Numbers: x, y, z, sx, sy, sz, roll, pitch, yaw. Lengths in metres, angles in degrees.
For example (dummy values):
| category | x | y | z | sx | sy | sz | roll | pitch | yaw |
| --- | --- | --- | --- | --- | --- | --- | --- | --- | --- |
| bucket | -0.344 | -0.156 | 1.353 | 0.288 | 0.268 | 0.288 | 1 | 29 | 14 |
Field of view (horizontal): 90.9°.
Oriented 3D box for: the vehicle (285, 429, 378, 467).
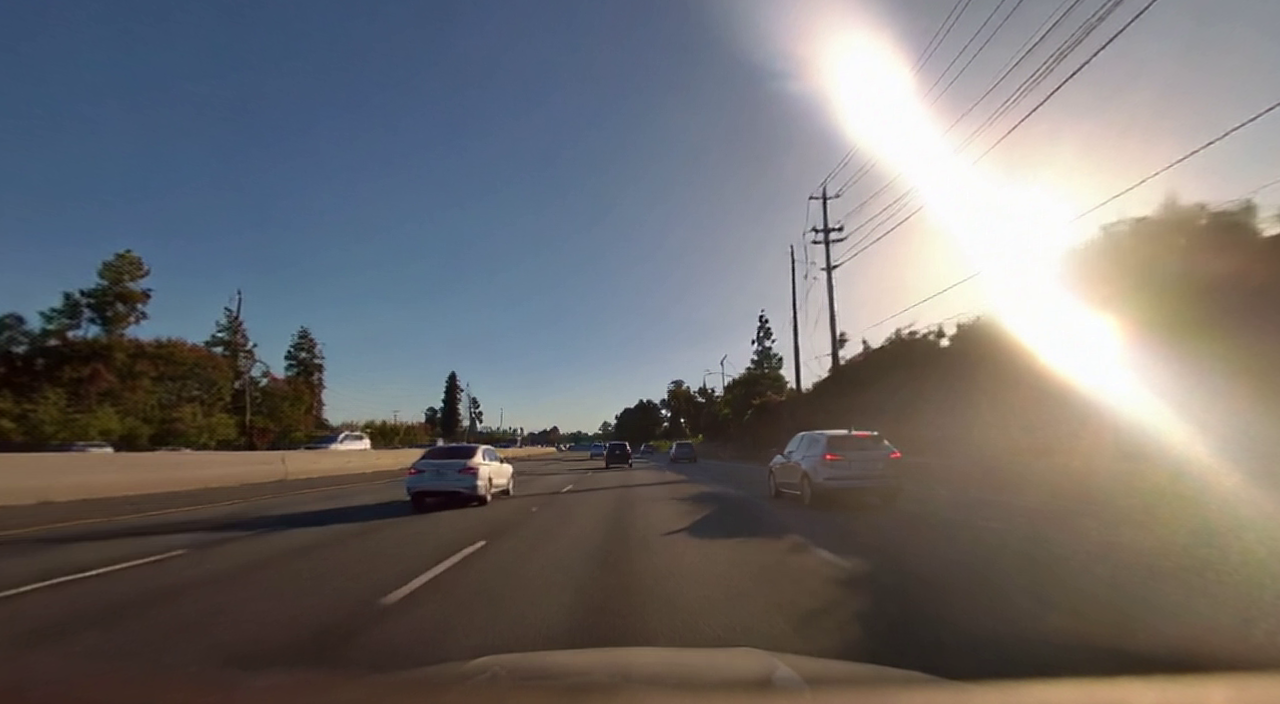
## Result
| category | x | y | z | sx | sy | sz | roll | pitch | yaw |
| --- | --- | --- | --- | --- | --- | --- | --- | --- | --- |
| vehicle | -16.945 | 5.328 | 35.104 | 2.305 | 1.901 | 5.934 | 0 | -8 | -2 |

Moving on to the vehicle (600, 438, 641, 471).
| category | x | y | z | sx | sy | sz | roll | pitch | yaw |
| --- | --- | --- | --- | --- | --- | --- | --- | --- | --- |
| vehicle | -1.132 | 5.844 | 36.241 | 2.192 | 1.769 | 4.287 | 0 | -8 | -2 |

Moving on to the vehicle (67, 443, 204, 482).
| category | x | y | z | sx | sy | sz | roll | pitch | yaw |
| --- | --- | --- | --- | --- | --- | --- | --- | --- | --- |
| vehicle | -20.532 | 4.497 | 25.990 | 1.914 | 1.447 | 4.553 | 0 | -8 | -1 |

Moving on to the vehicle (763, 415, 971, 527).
| category | x | y | z | sx | sy | sz | roll | pitch | yaw |
| --- | --- | --- | --- | --- | --- | --- | --- | --- | --- |
| vehicle | 4.040 | 2.221 | 12.320 | 2.102 | 1.723 | 4.745 | 0 | -8 | -3 |

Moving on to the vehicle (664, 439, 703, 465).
| category | x | y | z | sx | sy | sz | roll | pitch | yaw |
| --- | --- | --- | --- | --- | --- | --- | --- | --- | --- |
| vehicle | 2.954 | 6.955 | 43.981 | 2.099 | 1.720 | 4.829 | 0 | -8 | -4 |

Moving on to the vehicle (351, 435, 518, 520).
| category | x | y | z | sx | sy | sz | roll | pitch | yaw |
| --- | --- | --- | --- | --- | --- | --- | --- | --- | --- |
| vehicle | -4.386 | 2.762 | 14.559 | 2.091 | 1.562 | 5.220 | 0 | -8 | 0 |
